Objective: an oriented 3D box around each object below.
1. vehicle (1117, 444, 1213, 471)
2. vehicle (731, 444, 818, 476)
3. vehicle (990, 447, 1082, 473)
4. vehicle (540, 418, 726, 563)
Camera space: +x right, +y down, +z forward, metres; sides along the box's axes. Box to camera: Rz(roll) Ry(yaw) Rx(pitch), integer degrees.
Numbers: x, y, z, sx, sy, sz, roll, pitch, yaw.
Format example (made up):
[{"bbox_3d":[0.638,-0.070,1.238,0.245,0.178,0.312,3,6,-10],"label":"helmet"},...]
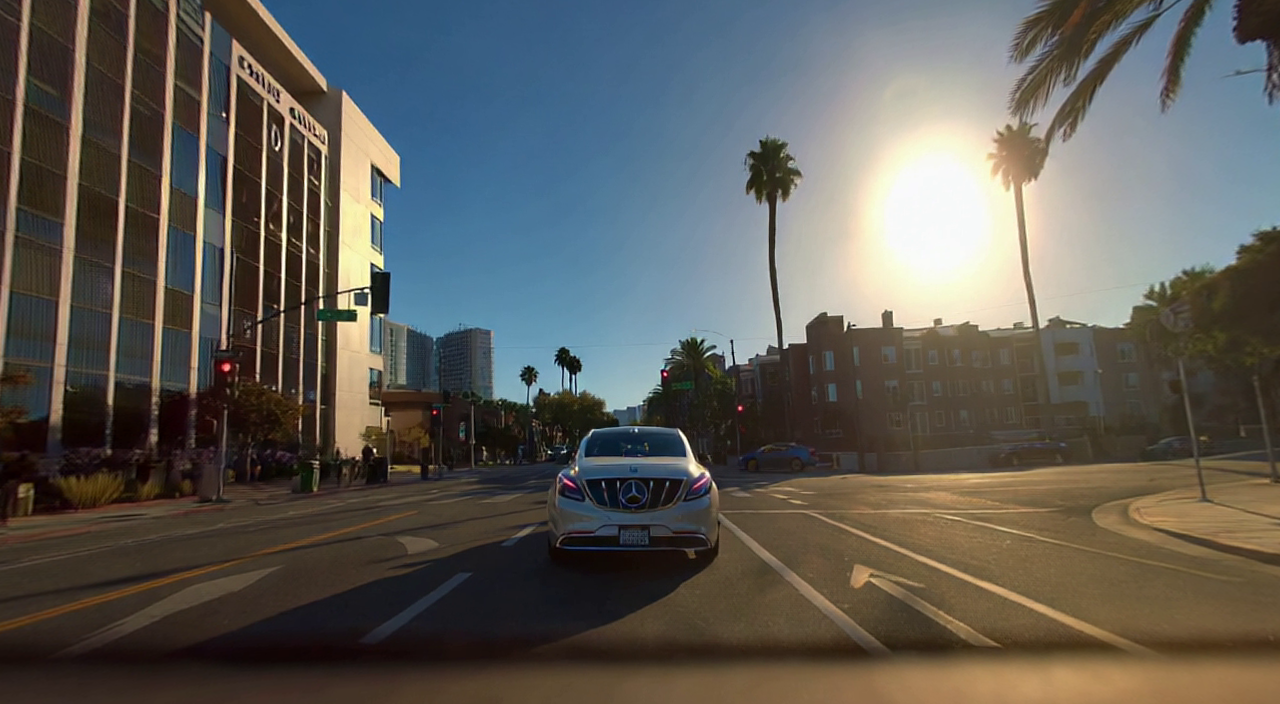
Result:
[{"bbox_3d":[32.161,6.467,38.775,4.234,1.613,1.812,0,-8,-1],"label":"vehicle"},{"bbox_3d":[8.035,6.440,37.912,4.649,1.760,2.029,-5,-10,30],"label":"vehicle"},{"bbox_3d":[24.197,6.596,38.678,4.417,1.462,1.761,0,-8,-1],"label":"vehicle"},{"bbox_3d":[-0.084,1.875,9.228,2.144,1.643,3.770,0,-8,0],"label":"vehicle"}]
